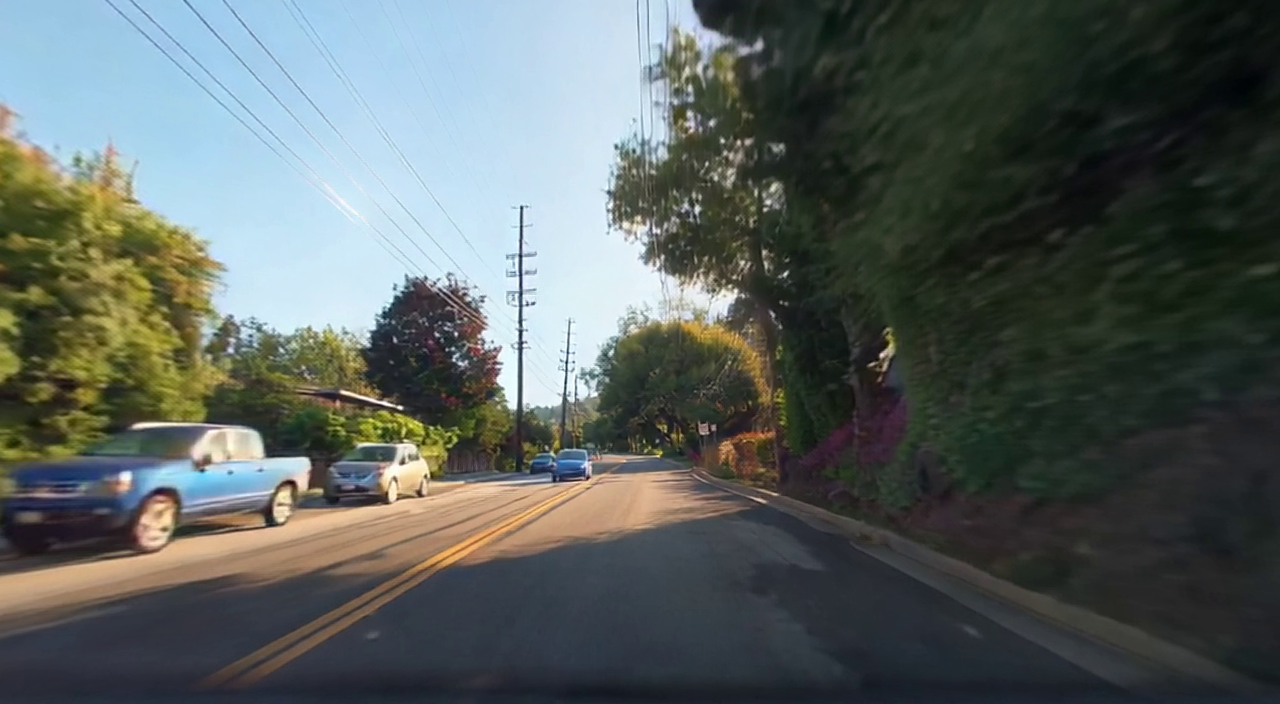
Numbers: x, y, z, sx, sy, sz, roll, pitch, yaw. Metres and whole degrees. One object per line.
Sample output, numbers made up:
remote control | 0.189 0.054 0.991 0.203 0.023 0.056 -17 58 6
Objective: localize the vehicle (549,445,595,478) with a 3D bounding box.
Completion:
vehicle | -3.821 6.207 36.178 2.109 1.738 4.405 0 -8 0

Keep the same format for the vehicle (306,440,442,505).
vehicle | -7.531 3.519 18.446 1.940 1.514 4.544 -4 -11 1

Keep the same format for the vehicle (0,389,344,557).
vehicle | -7.568 1.978 10.886 2.295 1.989 5.055 -7 -9 2
